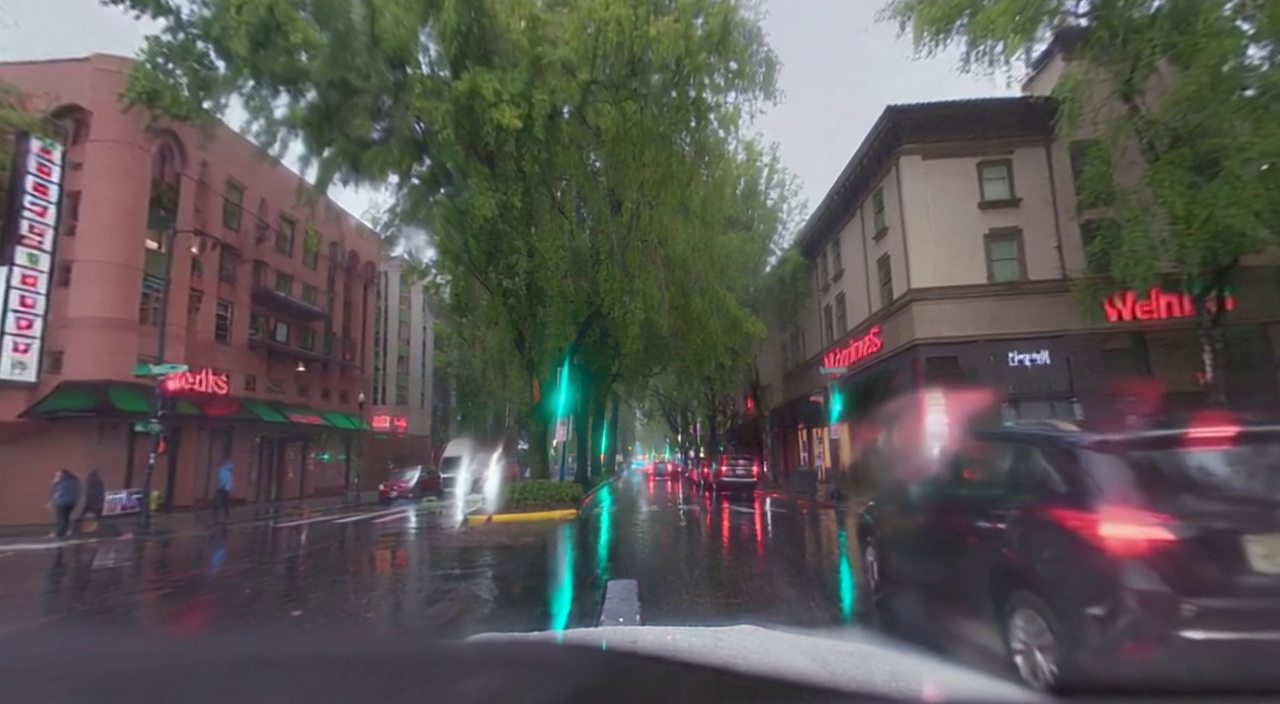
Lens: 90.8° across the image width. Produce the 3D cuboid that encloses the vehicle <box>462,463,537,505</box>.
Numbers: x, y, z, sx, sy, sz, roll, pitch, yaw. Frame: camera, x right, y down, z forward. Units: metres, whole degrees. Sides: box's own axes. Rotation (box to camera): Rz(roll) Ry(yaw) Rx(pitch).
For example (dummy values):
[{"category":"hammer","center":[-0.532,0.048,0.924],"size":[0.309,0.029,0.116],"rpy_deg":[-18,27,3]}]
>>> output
[{"category":"vehicle","center":[-5.744,5.436,26.424],"size":[1.983,1.438,4.559],"rpy_deg":[0,-8,1]}]

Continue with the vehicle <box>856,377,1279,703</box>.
[{"category":"vehicle","center":[2.737,1.124,3.854],"size":[1.822,1.654,2.794],"rpy_deg":[0,-8,1]}]

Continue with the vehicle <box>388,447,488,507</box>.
[{"category":"vehicle","center":[-8.776,5.438,28.172],"size":[2.489,2.323,5.843],"rpy_deg":[0,-8,0]}]

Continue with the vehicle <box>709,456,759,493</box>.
[{"category":"vehicle","center":[5.195,6.809,35.544],"size":[2.010,1.844,4.386],"rpy_deg":[0,-8,-2]}]
